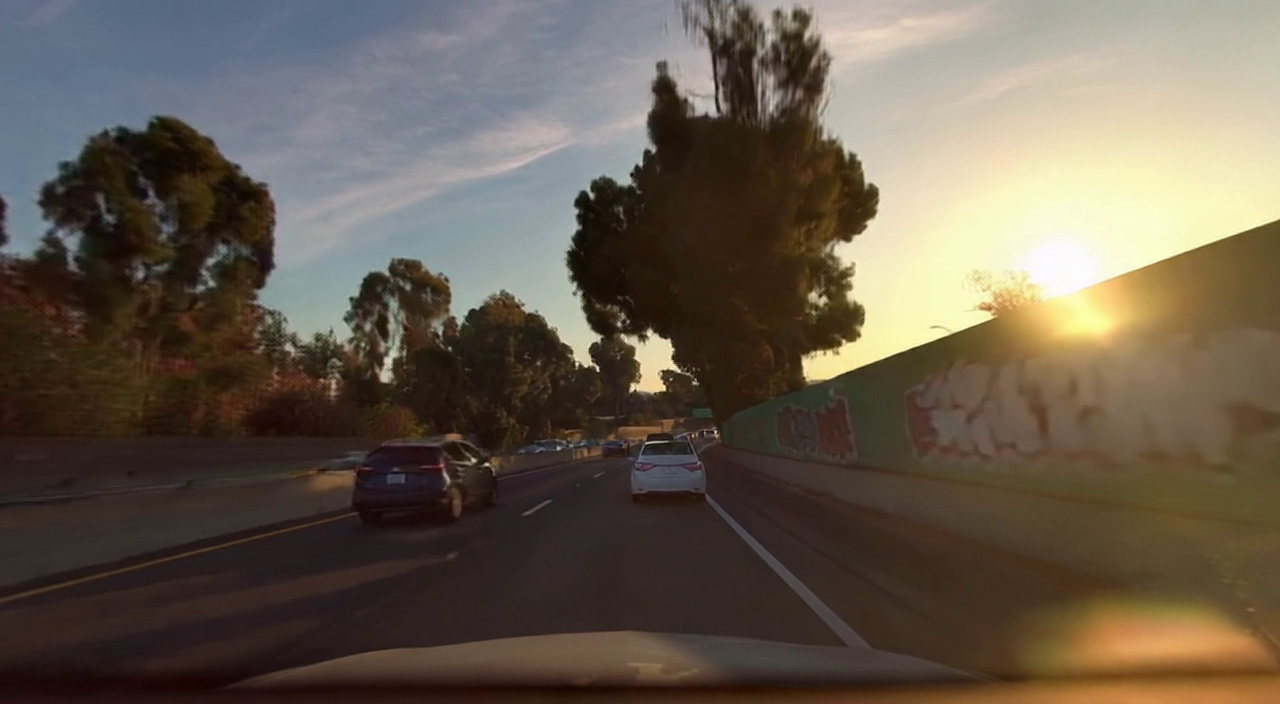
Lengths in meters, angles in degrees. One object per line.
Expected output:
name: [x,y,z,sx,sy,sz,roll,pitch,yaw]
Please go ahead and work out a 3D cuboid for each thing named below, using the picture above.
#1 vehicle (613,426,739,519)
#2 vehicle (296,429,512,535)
vehicle: [0.620,2.280,12.416,2.077,1.533,3.854,0,-8,1]
vehicle: [-3.762,2.129,11.014,2.059,1.471,4.152,0,-8,2]
